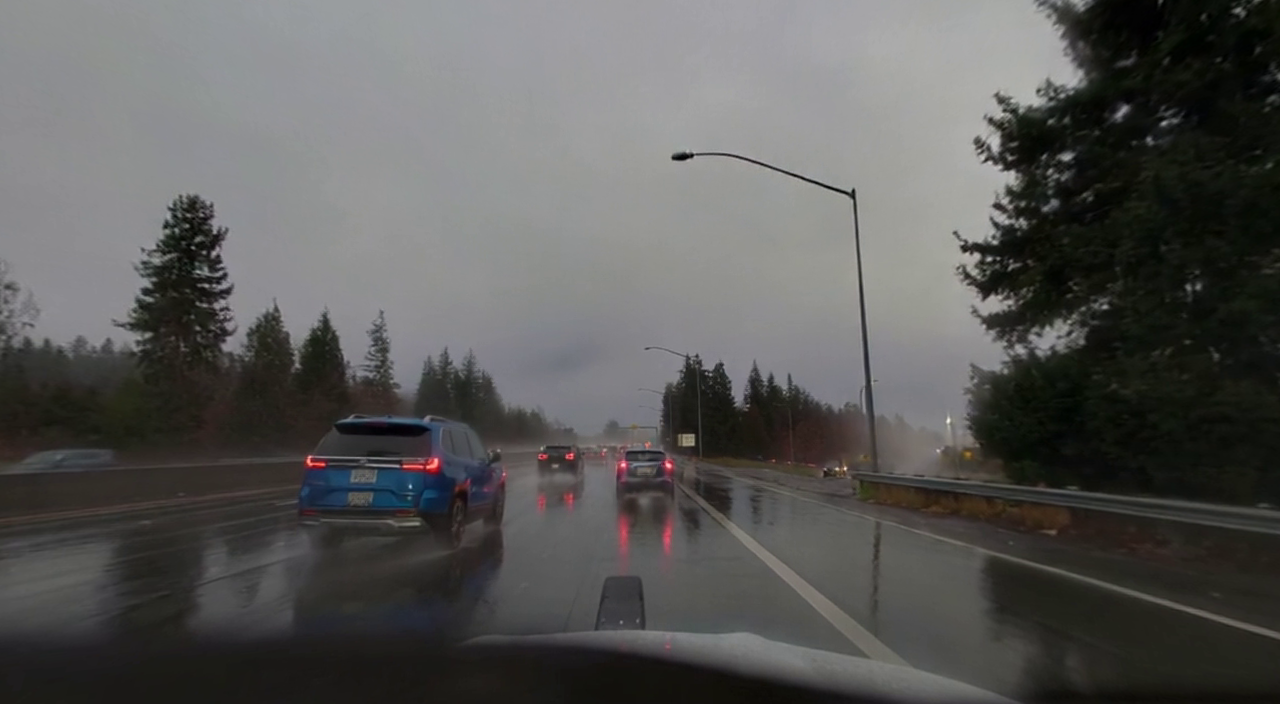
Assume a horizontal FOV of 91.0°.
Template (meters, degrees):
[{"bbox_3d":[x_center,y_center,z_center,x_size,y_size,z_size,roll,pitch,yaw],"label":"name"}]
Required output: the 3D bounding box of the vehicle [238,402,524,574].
[{"bbox_3d":[-3.132,1.755,8.796,2.123,1.798,4.108,0,-9,2],"label":"vehicle"}]

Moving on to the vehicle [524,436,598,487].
[{"bbox_3d":[-2.942,4.228,24.602,2.125,1.771,4.721,0,-9,2],"label":"vehicle"}]

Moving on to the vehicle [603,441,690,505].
[{"bbox_3d":[0.135,3.193,16.997,2.068,1.488,4.045,0,-9,-1],"label":"vehicle"}]
